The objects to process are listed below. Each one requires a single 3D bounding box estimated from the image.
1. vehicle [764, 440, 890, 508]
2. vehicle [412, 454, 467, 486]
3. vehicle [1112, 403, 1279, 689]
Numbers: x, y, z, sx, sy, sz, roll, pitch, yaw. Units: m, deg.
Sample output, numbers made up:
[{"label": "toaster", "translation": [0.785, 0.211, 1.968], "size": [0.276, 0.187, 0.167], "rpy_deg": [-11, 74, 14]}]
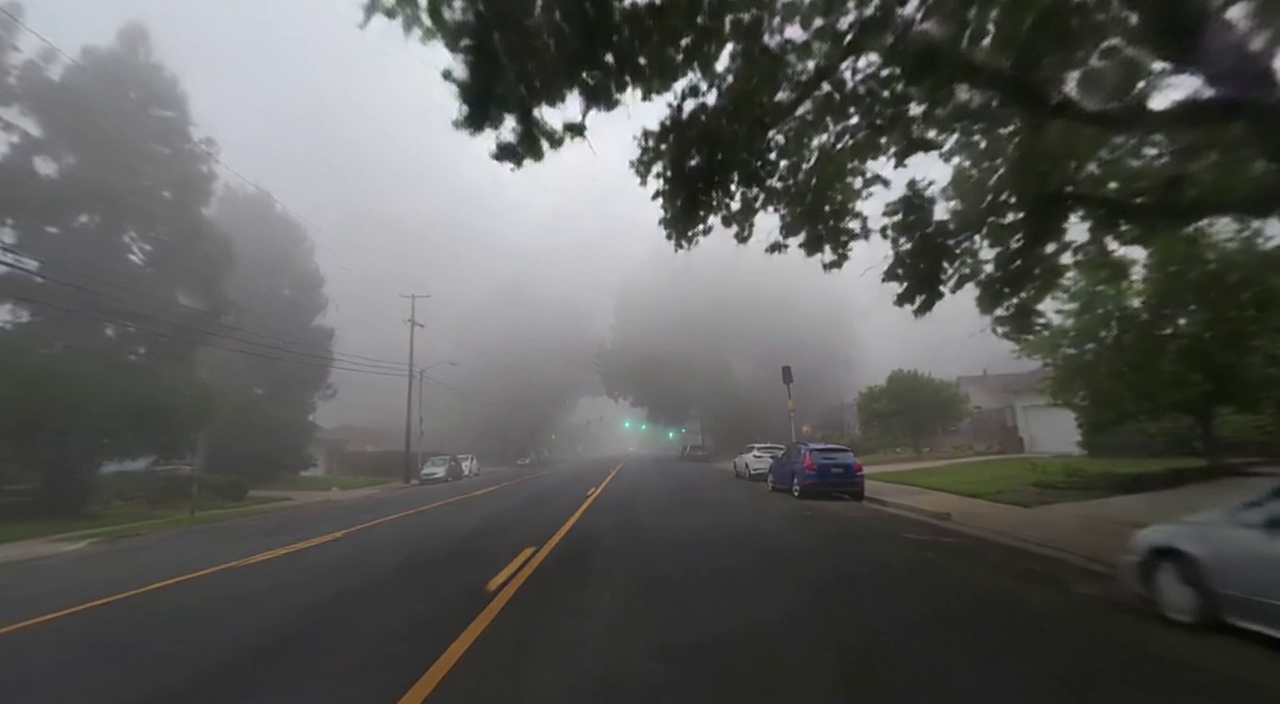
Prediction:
[{"label": "vehicle", "translation": [4.710, 3.121, 16.657], "size": [1.924, 1.516, 4.163], "rpy_deg": [0, -8, -2]}, {"label": "vehicle", "translation": [-11.324, 6.673, 35.970], "size": [1.845, 1.626, 4.105], "rpy_deg": [0, -8, -2]}, {"label": "vehicle", "translation": [4.557, 0.907, 2.385], "size": [1.934, 1.573, 4.547], "rpy_deg": [0, -8, -1]}]
